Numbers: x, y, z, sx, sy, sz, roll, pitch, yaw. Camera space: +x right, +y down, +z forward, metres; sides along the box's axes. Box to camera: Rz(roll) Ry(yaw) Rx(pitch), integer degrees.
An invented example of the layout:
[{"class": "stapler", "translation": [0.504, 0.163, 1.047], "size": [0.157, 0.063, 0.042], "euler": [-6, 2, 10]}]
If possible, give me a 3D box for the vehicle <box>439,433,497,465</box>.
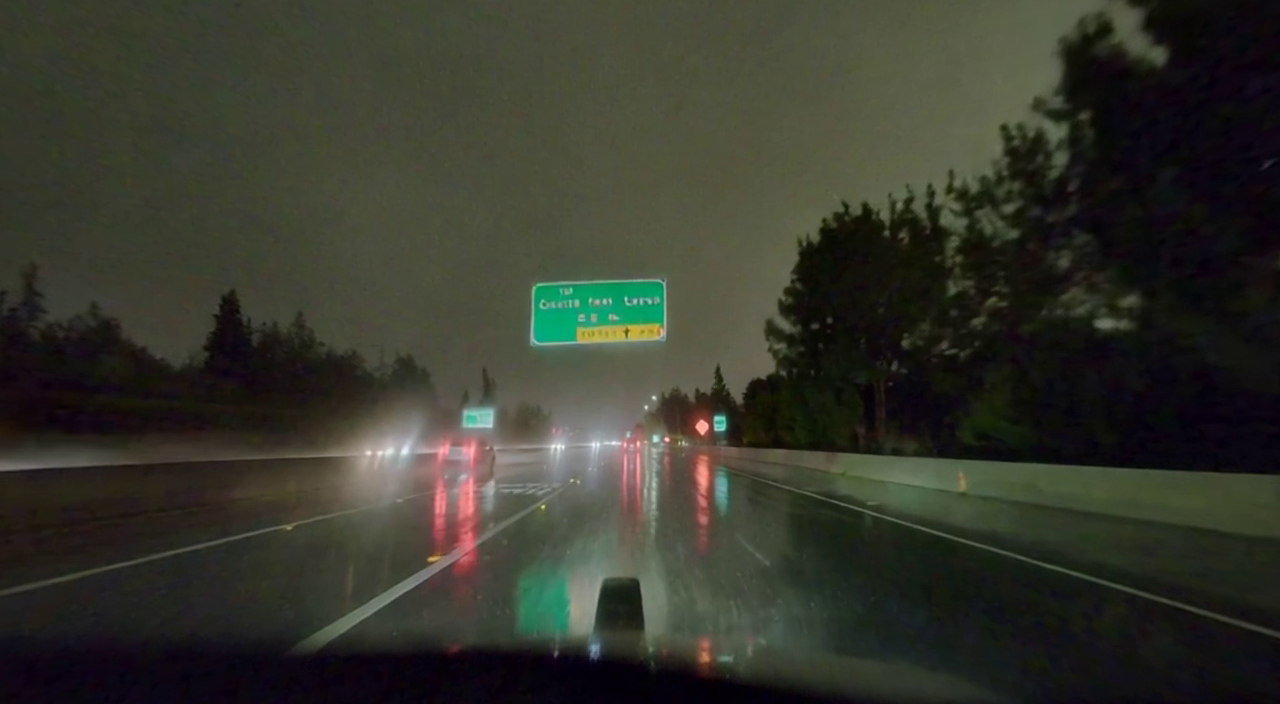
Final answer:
[{"class": "vehicle", "translation": [-11.141, 6.300, 41.262], "size": [2.270, 1.936, 5.190], "euler": [0, -8, 0]}]
